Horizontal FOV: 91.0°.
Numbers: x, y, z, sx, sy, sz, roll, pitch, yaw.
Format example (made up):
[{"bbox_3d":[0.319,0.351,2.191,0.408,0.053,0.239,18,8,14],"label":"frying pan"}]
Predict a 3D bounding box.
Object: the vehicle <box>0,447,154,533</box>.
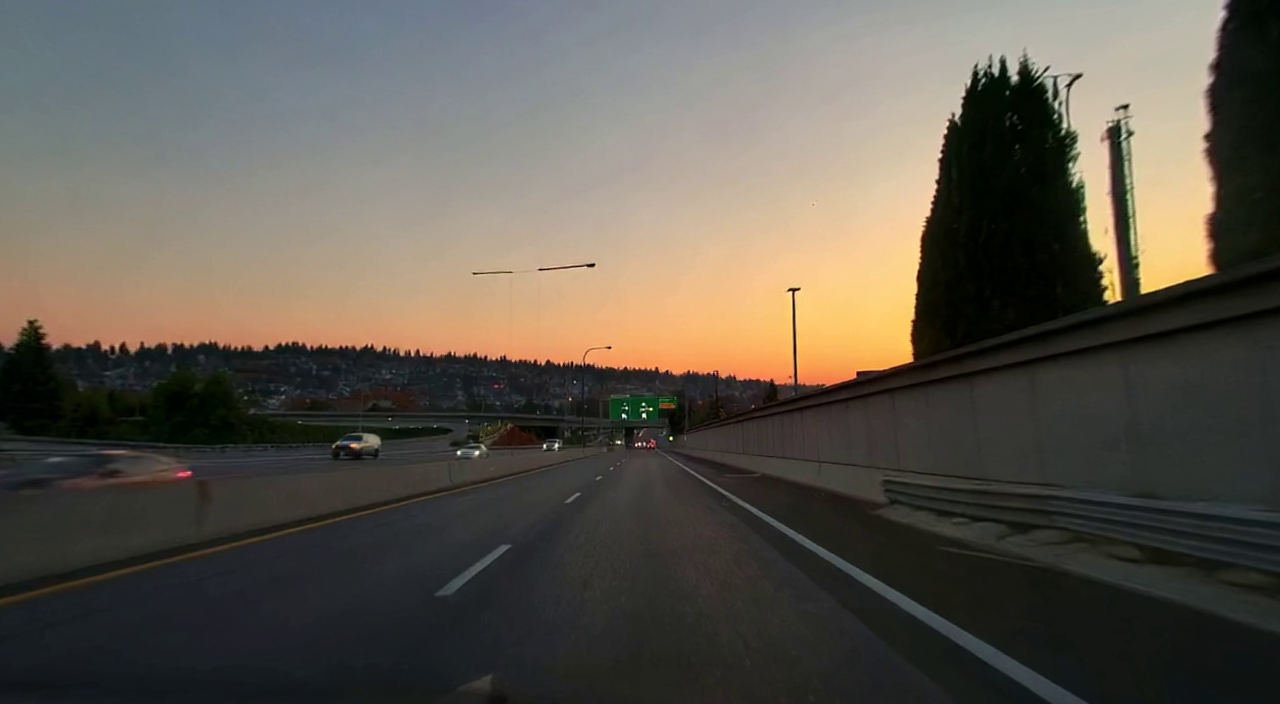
[{"bbox_3d":[-12.048,2.623,12.354,1.792,1.468,3.946,0,-8,0],"label":"vehicle"}]
